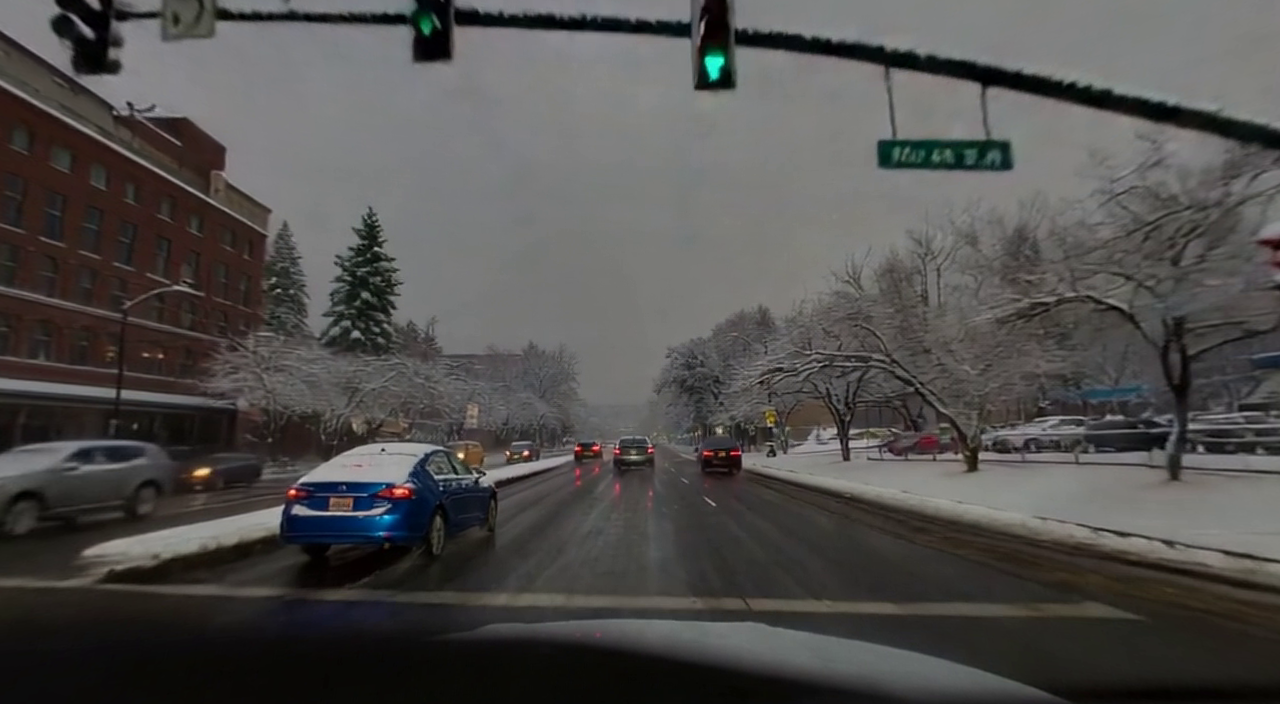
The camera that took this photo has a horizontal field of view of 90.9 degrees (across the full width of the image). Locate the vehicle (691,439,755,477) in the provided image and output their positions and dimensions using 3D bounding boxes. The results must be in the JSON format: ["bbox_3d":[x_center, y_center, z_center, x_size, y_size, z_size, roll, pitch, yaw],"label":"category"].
[{"bbox_3d":[3.405,4.444,26.632,2.058,1.472,4.317,0,-8,-1],"label":"vehicle"}]

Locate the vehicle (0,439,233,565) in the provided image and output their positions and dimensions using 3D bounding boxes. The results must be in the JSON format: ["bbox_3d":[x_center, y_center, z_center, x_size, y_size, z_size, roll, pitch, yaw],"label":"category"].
[{"bbox_3d":[-9.033,2.250,10.012,2.059,1.559,4.709,-4,-8,0],"label":"vehicle"}]

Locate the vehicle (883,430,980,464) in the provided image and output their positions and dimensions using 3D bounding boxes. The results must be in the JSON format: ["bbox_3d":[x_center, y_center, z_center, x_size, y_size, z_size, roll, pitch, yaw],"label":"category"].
[{"bbox_3d":[15.845,5.202,34.430,4.255,1.520,1.900,-4,-8,1],"label":"vehicle"}]

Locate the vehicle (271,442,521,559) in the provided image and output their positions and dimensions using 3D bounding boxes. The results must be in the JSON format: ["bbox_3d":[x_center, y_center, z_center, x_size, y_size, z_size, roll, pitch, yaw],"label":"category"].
[{"bbox_3d":[-3.299,2.070,9.550,2.115,1.369,3.908,0,-8,2],"label":"vehicle"}]

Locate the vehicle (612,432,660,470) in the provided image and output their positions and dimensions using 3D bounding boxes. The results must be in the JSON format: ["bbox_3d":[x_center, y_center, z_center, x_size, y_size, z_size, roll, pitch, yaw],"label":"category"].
[{"bbox_3d":[-0.171,5.276,33.761,2.361,1.898,4.465,0,-8,1],"label":"vehicle"}]

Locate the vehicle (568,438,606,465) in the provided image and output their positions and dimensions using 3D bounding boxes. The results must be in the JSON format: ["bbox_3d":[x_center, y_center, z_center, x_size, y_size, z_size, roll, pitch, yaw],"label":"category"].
[{"bbox_3d":[-3.440,6.575,41.703,2.130,1.645,3.995,0,-8,1],"label":"vehicle"}]
